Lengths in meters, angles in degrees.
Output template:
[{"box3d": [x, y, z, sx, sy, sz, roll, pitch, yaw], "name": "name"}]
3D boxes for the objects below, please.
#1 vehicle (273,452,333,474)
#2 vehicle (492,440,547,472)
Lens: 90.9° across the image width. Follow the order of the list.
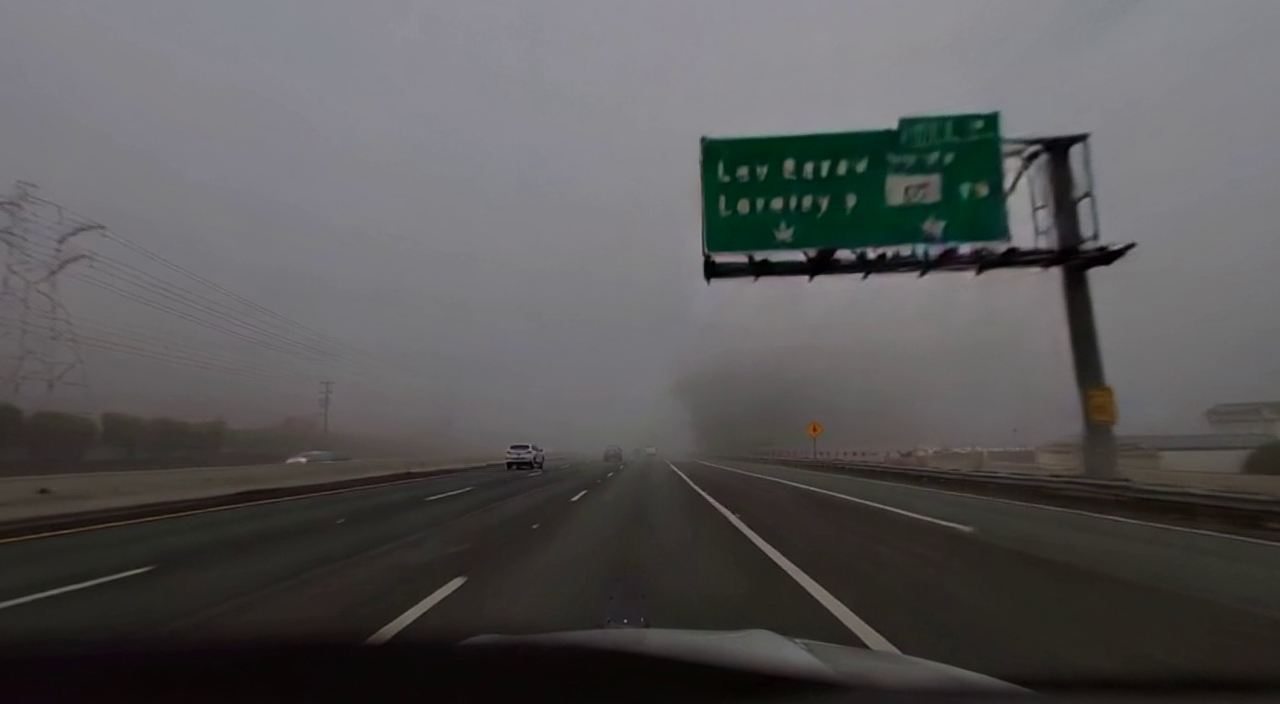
[{"box3d": [-25.010, 8.213, 46.934, 1.858, 1.522, 4.542, 0, -9, 1], "name": "vehicle"}, {"box3d": [-6.875, 5.992, 36.521, 2.118, 1.696, 4.836, 0, -9, 2], "name": "vehicle"}]
